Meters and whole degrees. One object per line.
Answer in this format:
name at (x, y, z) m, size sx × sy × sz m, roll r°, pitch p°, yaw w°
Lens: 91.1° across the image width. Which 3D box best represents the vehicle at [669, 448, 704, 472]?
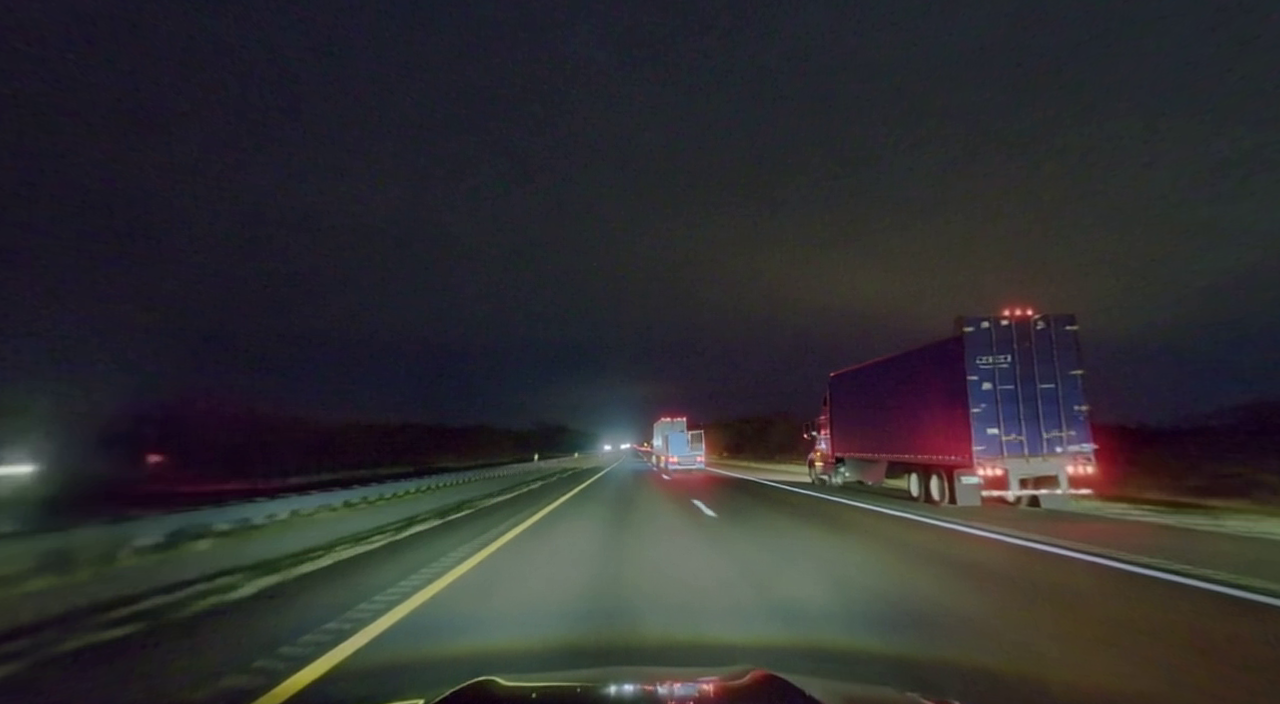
vehicle at (2.951, 6.941, 40.659) m, size 1.836 × 1.459 × 3.766 m, roll 0°, pitch -9°, yaw -2°
